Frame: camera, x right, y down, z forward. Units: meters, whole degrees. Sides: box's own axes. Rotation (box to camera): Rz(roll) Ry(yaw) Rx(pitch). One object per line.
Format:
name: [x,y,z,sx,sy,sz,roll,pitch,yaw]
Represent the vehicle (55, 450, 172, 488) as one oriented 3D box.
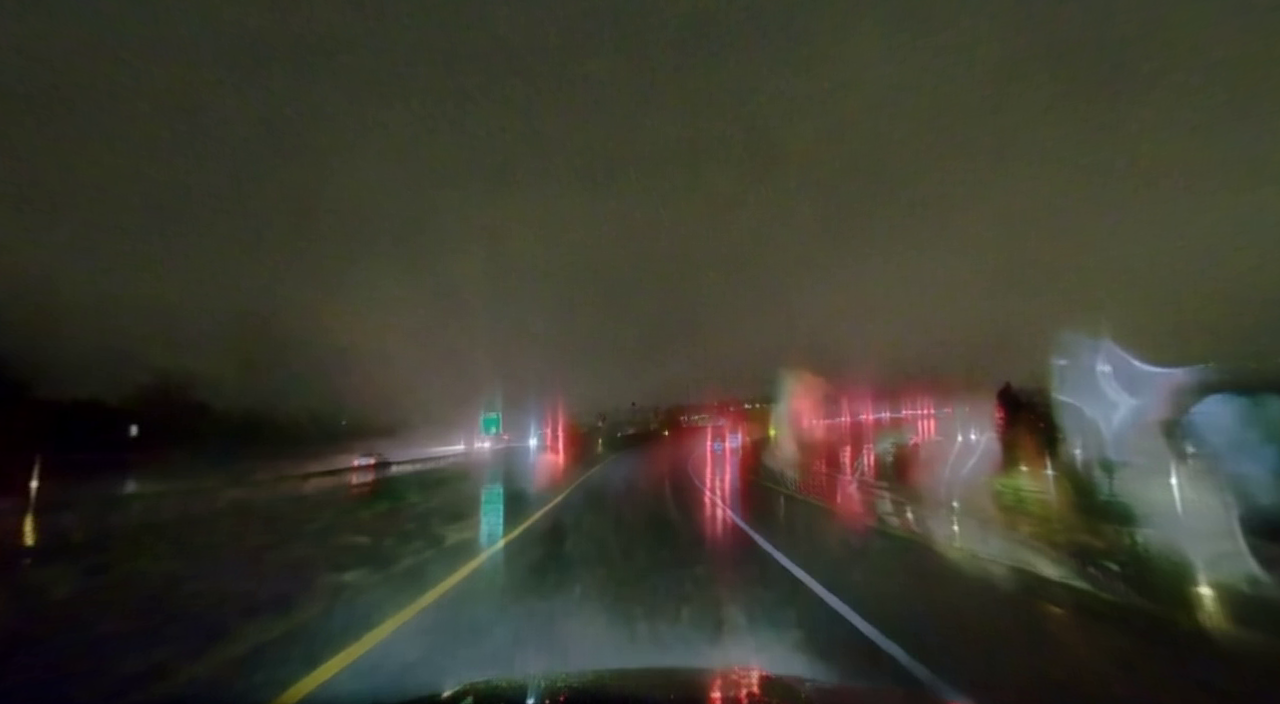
vehicle: [-27.925,6.181,33.675,2.209,1.778,5.108,1,-8,-6]
